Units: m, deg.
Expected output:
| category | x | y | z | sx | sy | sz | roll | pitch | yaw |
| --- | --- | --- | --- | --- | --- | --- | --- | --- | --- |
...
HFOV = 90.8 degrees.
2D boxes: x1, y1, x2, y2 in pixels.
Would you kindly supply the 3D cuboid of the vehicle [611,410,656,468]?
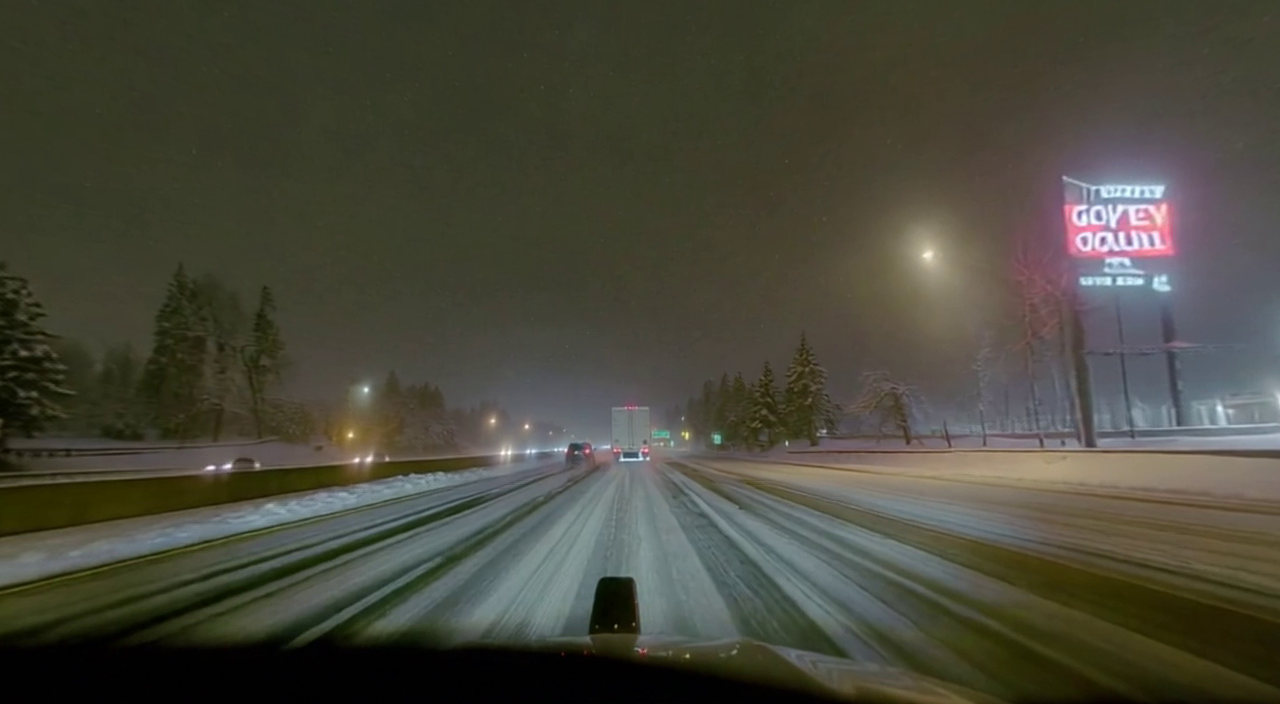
| category | x | y | z | sx | sy | sz | roll | pitch | yaw |
| --- | --- | --- | --- | --- | --- | --- | --- | --- | --- |
| vehicle | -0.369 | 6.682 | 48.095 | 3.000 | 3.786 | 11.740 | 0 | -9 | 1 |
